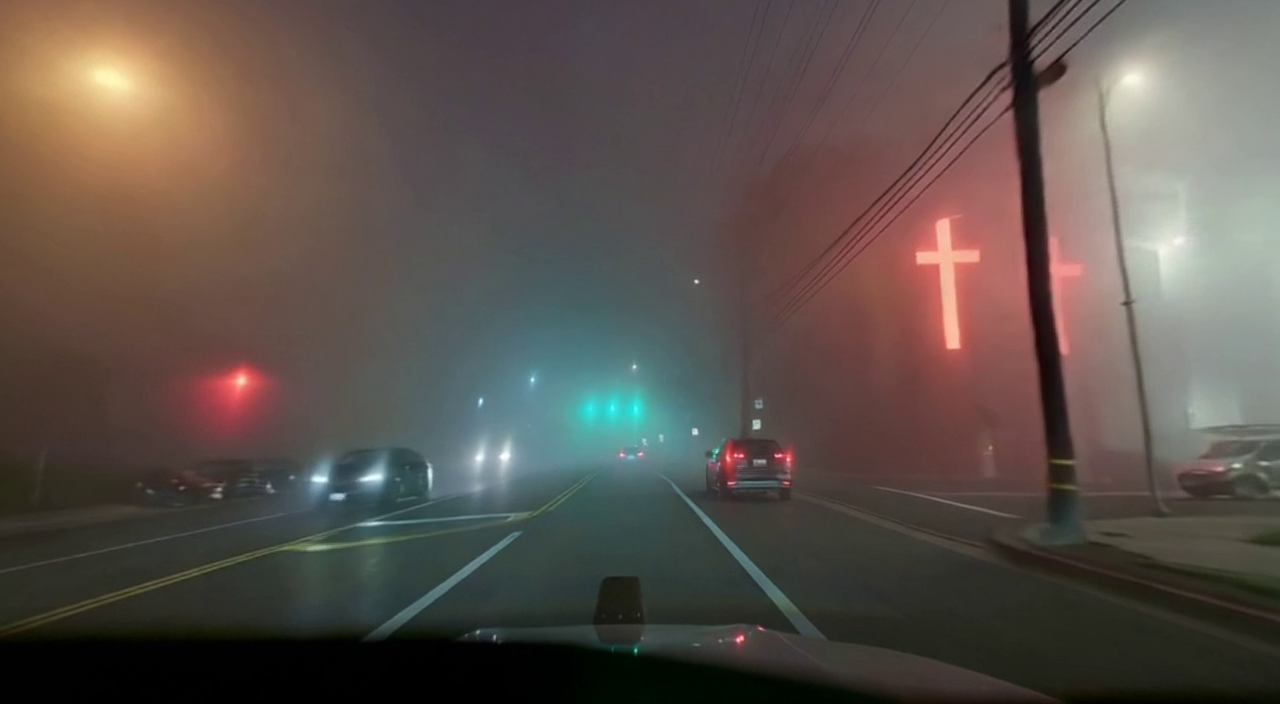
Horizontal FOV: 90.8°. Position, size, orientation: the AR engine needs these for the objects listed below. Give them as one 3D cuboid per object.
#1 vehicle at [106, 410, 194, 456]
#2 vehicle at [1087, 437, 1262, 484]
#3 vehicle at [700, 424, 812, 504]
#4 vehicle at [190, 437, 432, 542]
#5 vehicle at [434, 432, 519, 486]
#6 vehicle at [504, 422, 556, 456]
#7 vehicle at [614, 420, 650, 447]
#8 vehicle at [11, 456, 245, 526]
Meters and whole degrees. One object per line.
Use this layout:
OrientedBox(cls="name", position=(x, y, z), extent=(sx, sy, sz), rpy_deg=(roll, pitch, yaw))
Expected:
OrientedBox(cls="vehicle", position=(-21.635, 3.561, 27.873), extent=(3.716, 1.517, 1.826), rpy_deg=(3, -7, 35))
OrientedBox(cls="vehicle", position=(20.327, 4.117, 24.212), extent=(4.540, 1.386, 2.337), rpy_deg=(-4, -9, -1))
OrientedBox(cls="vehicle", position=(2.939, 2.952, 17.036), extent=(1.995, 1.858, 4.333), rpy_deg=(0, -8, -3))
OrientedBox(cls="vehicle", position=(-5.798, 2.449, 12.021), extent=(2.168, 1.572, 4.635), rpy_deg=(0, -8, -1))
OrientedBox(cls="vehicle", position=(-6.248, 4.144, 24.802), extent=(2.138, 1.858, 4.788), rpy_deg=(0, -8, -1))
OrientedBox(cls="vehicle", position=(-6.385, 5.172, 37.294), extent=(2.295, 1.837, 4.680), rpy_deg=(0, -8, -1))
OrientedBox(cls="vehicle", position=(-0.582, 5.312, 40.926), extent=(2.196, 1.655, 3.939), rpy_deg=(0, -8, -3))
OrientedBox(cls="vehicle", position=(-12.095, 3.275, 15.449), extent=(2.019, 1.345, 4.444), rpy_deg=(0, -8, 0))
